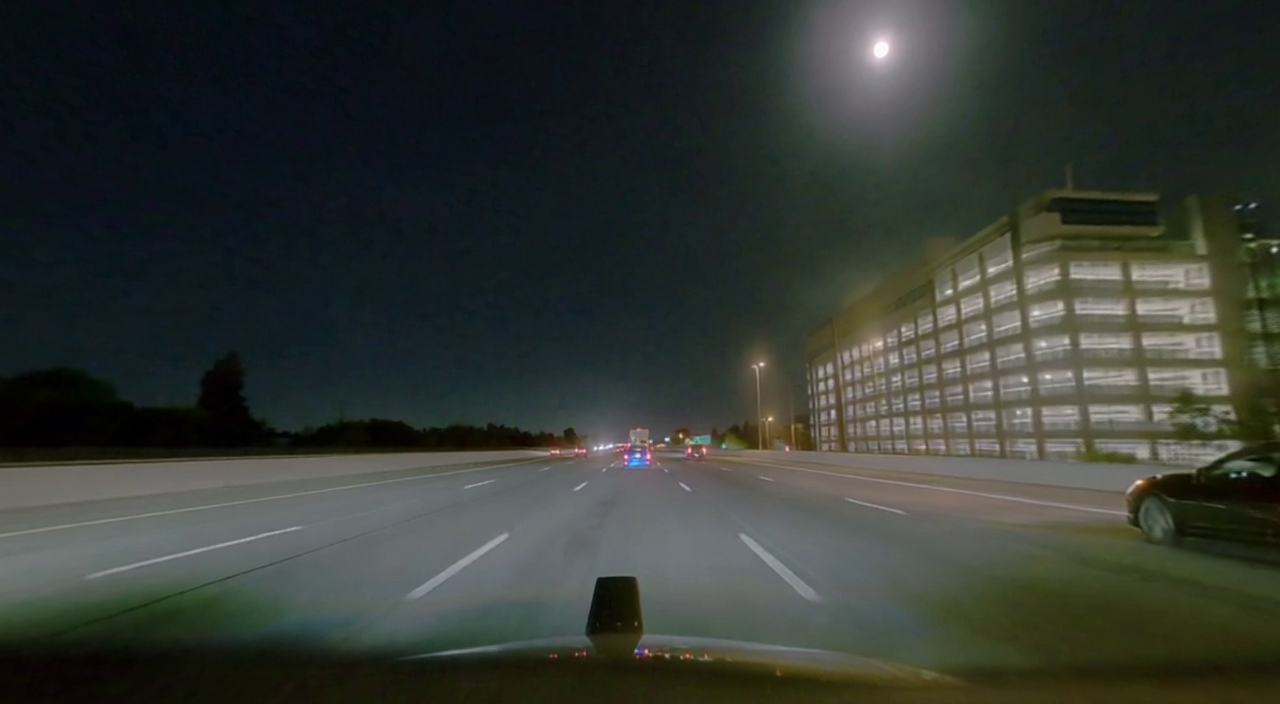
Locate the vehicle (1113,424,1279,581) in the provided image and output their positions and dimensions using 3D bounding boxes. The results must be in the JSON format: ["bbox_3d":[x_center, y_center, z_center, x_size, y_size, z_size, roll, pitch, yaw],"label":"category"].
[{"bbox_3d":[7.164,1.407,5.754,1.937,1.498,4.710,0,-8,-1],"label":"vehicle"}]

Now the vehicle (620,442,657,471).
[{"bbox_3d":[-0.081,5.915,35.817,2.036,1.542,3.891,0,-8,0],"label":"vehicle"}]
